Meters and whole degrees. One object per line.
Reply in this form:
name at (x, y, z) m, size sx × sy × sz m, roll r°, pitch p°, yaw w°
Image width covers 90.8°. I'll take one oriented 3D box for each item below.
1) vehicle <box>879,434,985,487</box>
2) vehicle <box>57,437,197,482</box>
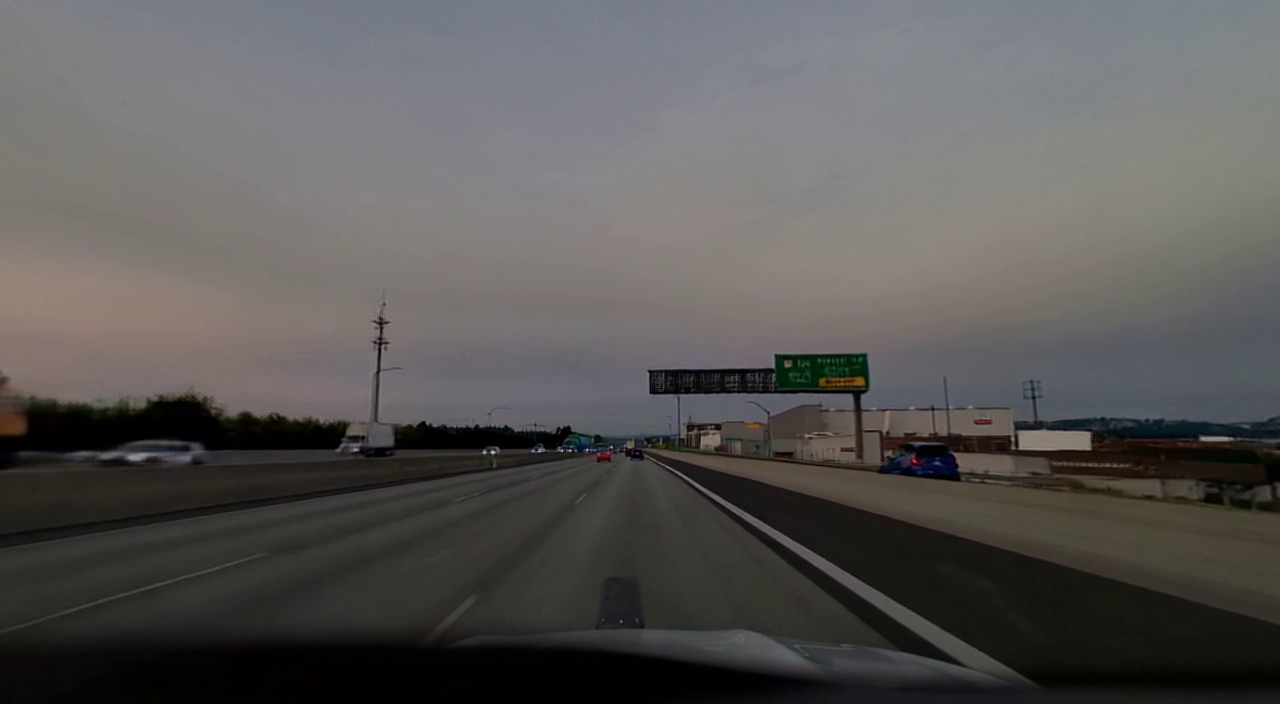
vehicle at (14.063, 5.277, 30.899) m, size 2.411 × 2.326 × 5.300 m, roll 0°, pitch -9°, yaw -3°
vehicle at (-19.772, 4.168, 24.631) m, size 1.851 × 1.570 × 4.280 m, roll 0°, pitch -9°, yaw 0°
